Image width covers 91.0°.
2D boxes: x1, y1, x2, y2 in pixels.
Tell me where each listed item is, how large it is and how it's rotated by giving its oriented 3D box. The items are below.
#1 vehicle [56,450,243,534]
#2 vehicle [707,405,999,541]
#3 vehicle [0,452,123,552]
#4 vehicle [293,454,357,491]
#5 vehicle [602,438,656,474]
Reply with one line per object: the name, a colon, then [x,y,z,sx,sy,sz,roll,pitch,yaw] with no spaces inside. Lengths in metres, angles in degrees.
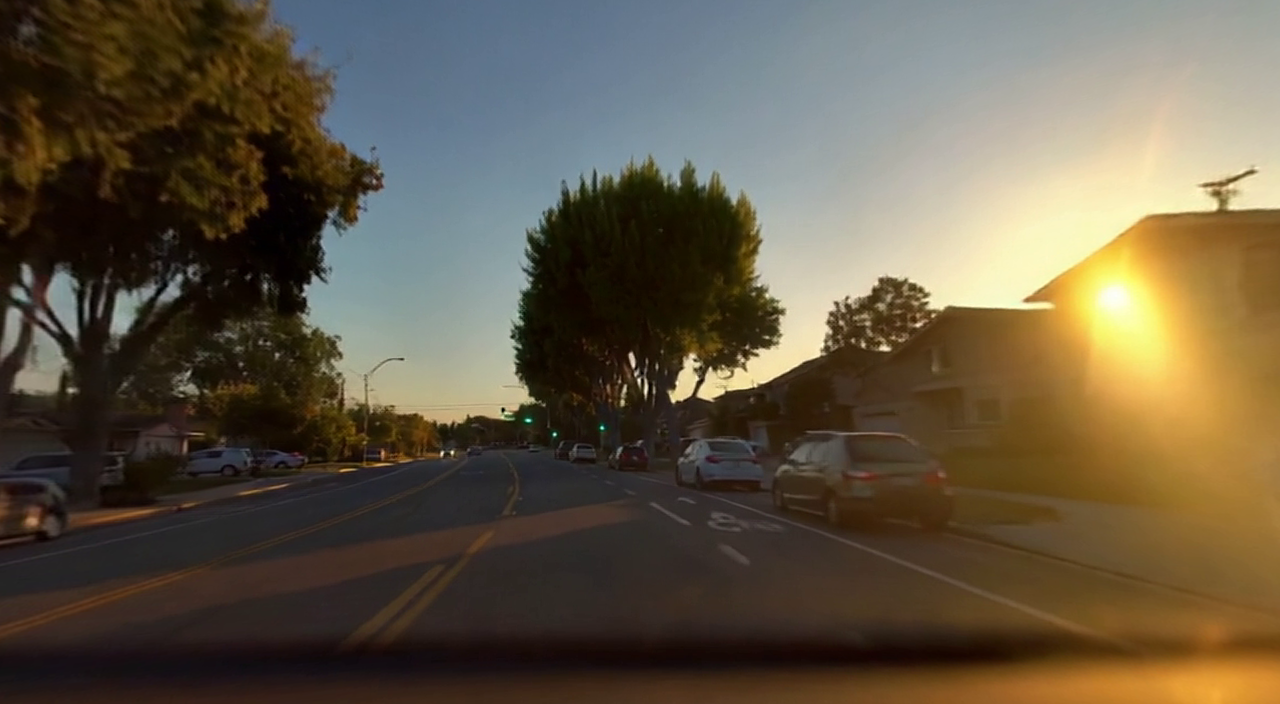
vehicle: [-13.225,3.712,17.348,2.159,1.677,4.112,-7,-8,-6]
vehicle: [3.518,2.301,12.687,2.723,1.785,7.174,4,-9,-6]
vehicle: [-12.209,2.837,11.487,1.992,1.677,4.499,-7,-7,-4]
vehicle: [-16.532,6.293,33.257,1.932,1.468,4.305,-6,-7,-12]
vehicle: [-0.742,5.866,35.998,2.348,1.804,5.207,4,-8,-8]
